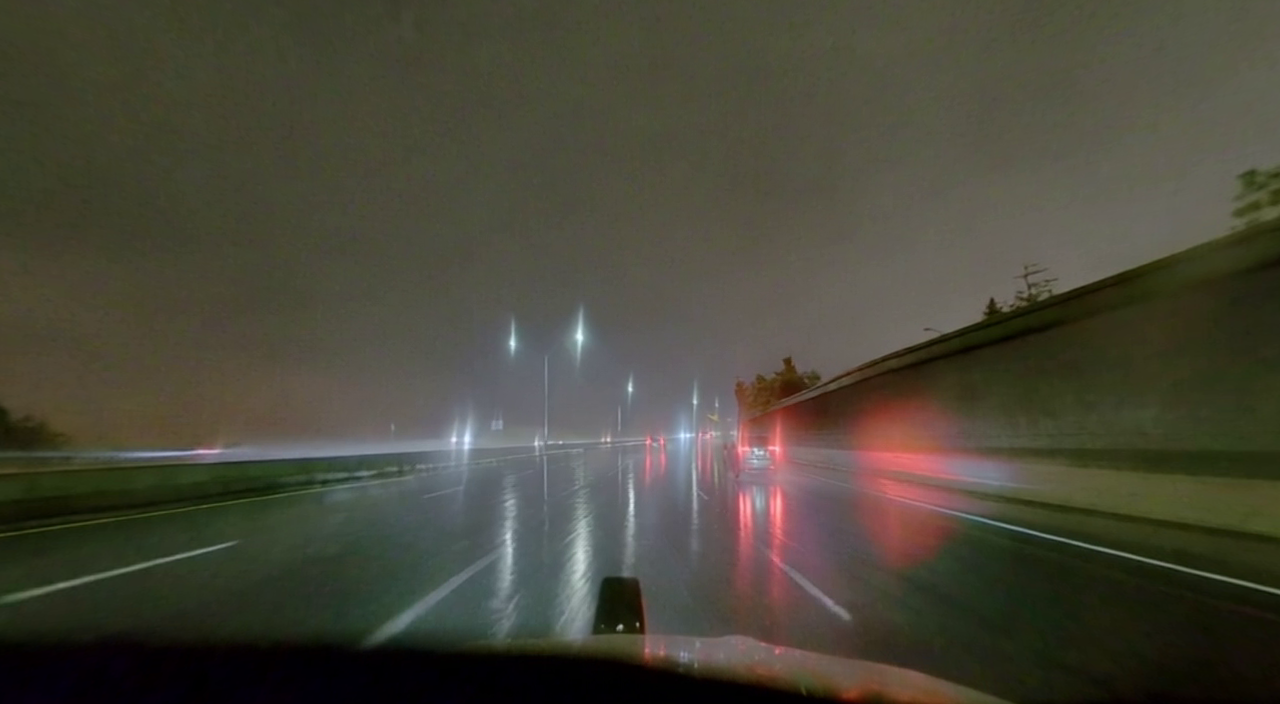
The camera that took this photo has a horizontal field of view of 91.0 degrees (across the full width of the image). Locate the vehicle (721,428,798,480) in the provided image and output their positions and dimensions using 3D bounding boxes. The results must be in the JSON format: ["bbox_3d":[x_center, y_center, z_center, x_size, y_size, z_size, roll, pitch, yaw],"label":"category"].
[{"bbox_3d":[4.287,3.750,23.284,2.090,1.715,4.228,0,-8,1],"label":"vehicle"}]

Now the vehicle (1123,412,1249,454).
[{"bbox_3d":[29.342,4.387,34.009,4.491,1.767,2.057,-8,-9,16],"label":"vehicle"}]

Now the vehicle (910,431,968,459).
[{"bbox_3d":[20.118,6.332,42.609,1.912,1.756,4.768,0,-9,4],"label":"vehicle"}]
